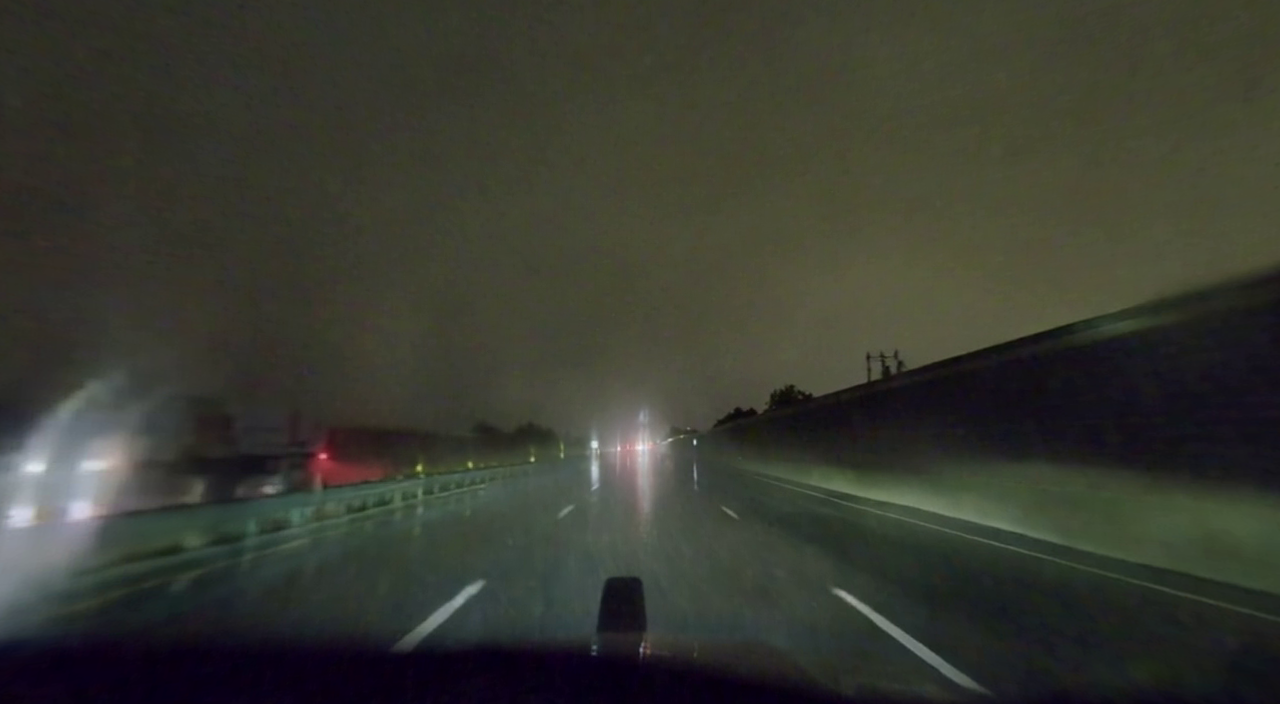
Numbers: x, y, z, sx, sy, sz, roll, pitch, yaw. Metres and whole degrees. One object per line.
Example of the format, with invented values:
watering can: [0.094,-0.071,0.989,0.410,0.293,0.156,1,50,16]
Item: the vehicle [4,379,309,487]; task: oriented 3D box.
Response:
vehicle: [-18.096,3.415,25.518,2.803,3.326,11.973,0,-9,0]
